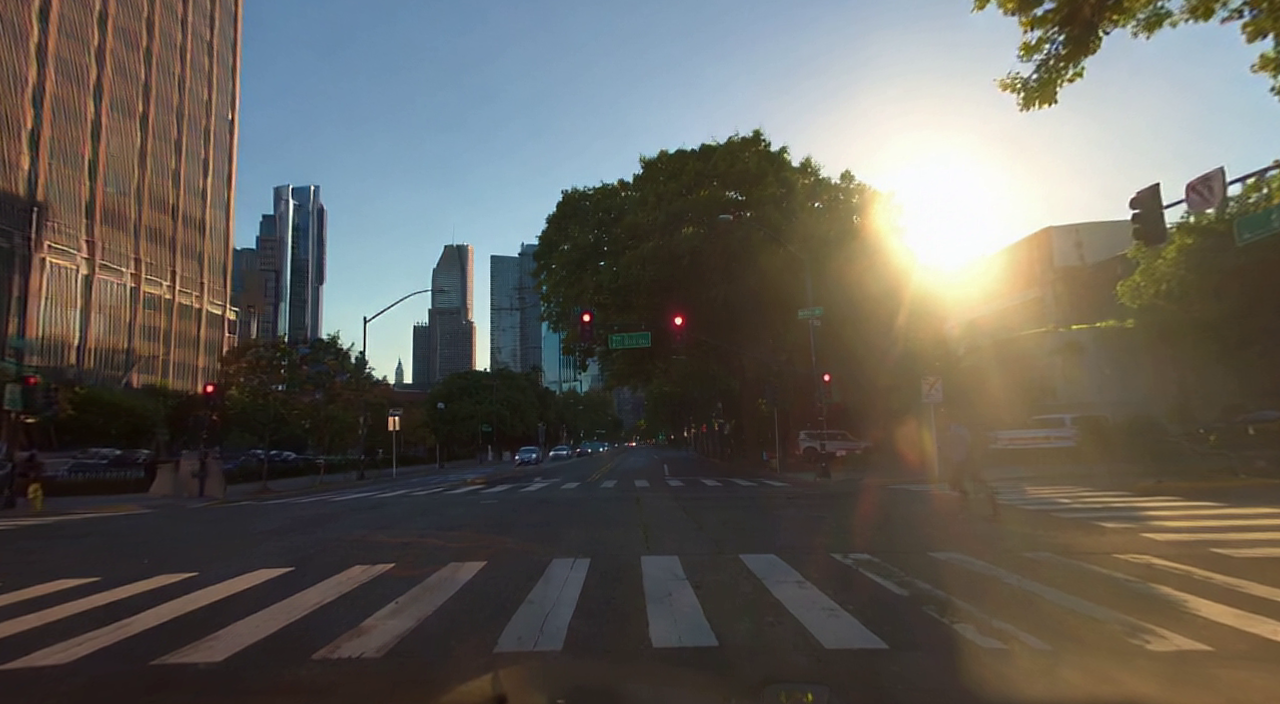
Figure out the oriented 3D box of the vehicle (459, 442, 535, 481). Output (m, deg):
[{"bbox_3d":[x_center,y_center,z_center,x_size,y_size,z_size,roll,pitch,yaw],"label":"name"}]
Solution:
[{"bbox_3d":[-5.879,4.547,26.483,2.127,1.473,4.428,0,-8,1],"label":"vehicle"}]
